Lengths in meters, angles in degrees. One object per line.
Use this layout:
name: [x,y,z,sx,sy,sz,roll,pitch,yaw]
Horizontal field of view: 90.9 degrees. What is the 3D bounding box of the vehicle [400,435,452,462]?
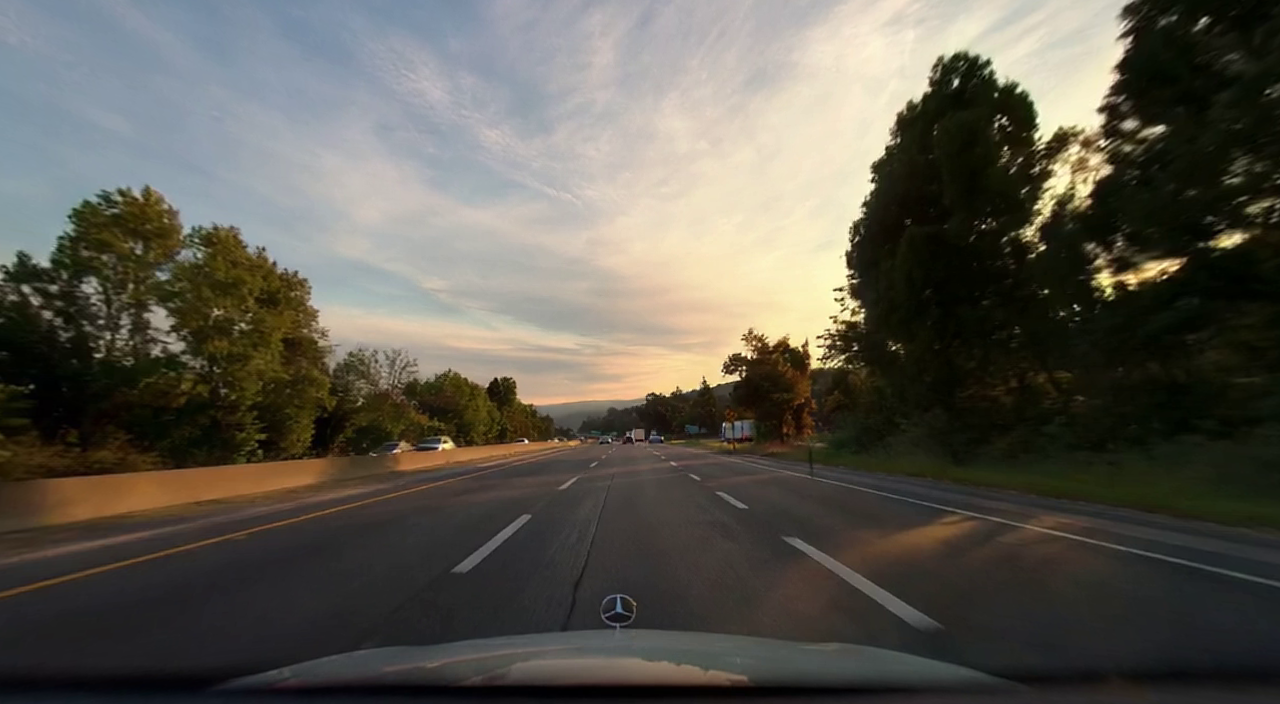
vehicle: [-13.235,5.989,39.285,1.864,1.538,4.008,0,-8,-1]
